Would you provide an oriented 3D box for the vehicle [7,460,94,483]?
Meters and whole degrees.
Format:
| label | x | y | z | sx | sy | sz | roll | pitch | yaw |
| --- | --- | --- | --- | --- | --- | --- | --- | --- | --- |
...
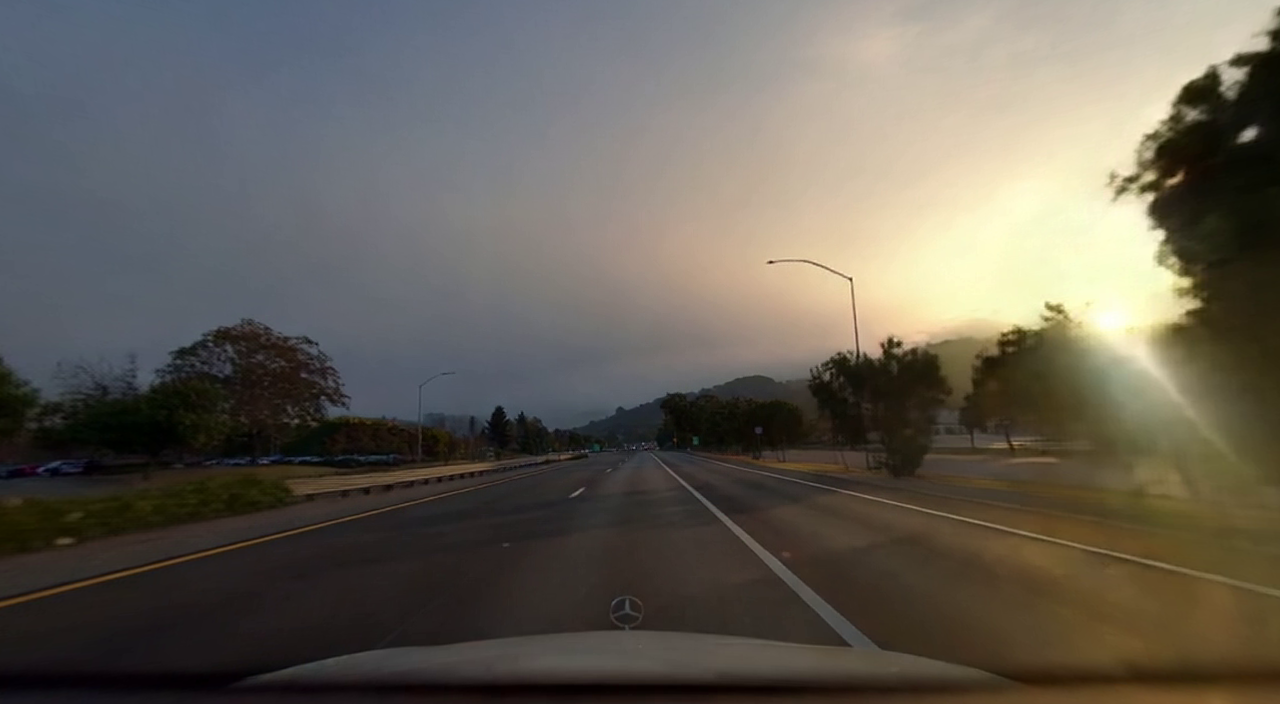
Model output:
| label | x | y | z | sx | sy | sz | roll | pitch | yaw |
| --- | --- | --- | --- | --- | --- | --- | --- | --- | --- |
| vehicle | -40.868 | 8.271 | 43.825 | 1.802 | 1.467 | 4.412 | 0 | -9 | 0 |
